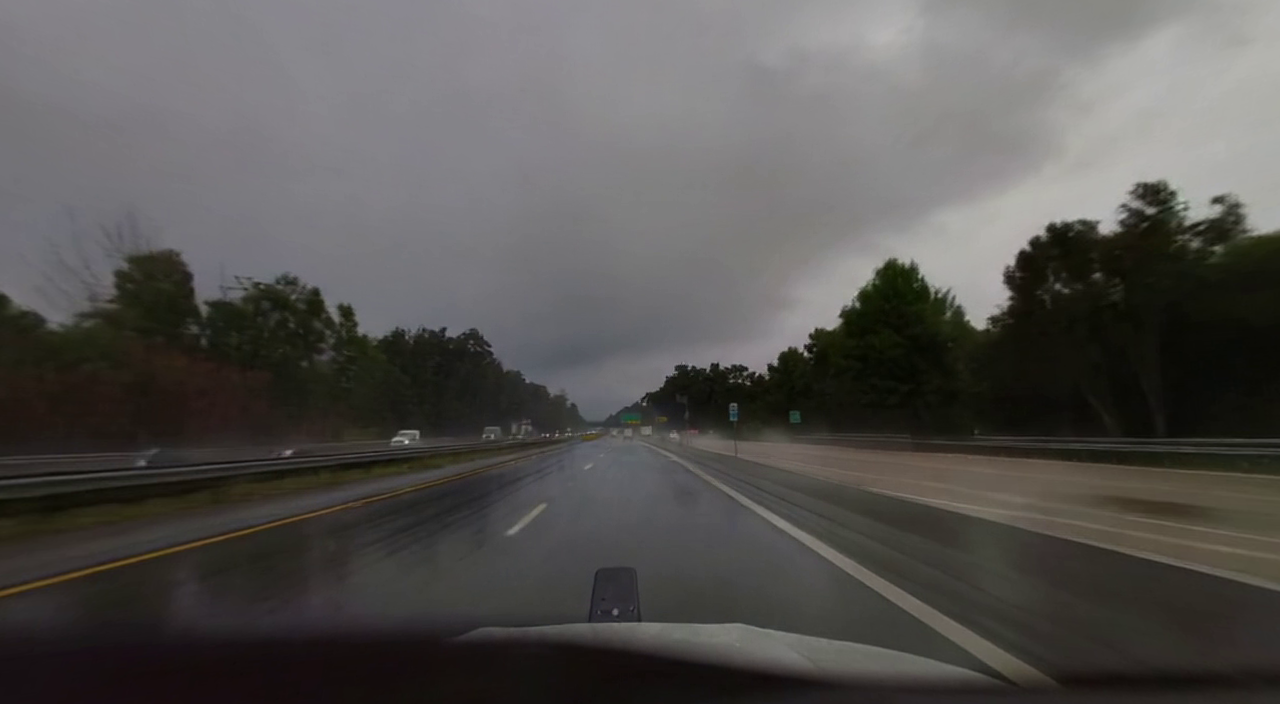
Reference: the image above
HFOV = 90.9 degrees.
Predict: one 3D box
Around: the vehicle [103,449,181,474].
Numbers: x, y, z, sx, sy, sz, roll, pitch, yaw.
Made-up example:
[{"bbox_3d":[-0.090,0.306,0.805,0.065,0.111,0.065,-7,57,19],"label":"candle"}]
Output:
[{"bbox_3d":[-31.014,6.821,39.406,1.730,1.421,3.981,0,-8,-2],"label":"vehicle"}]
